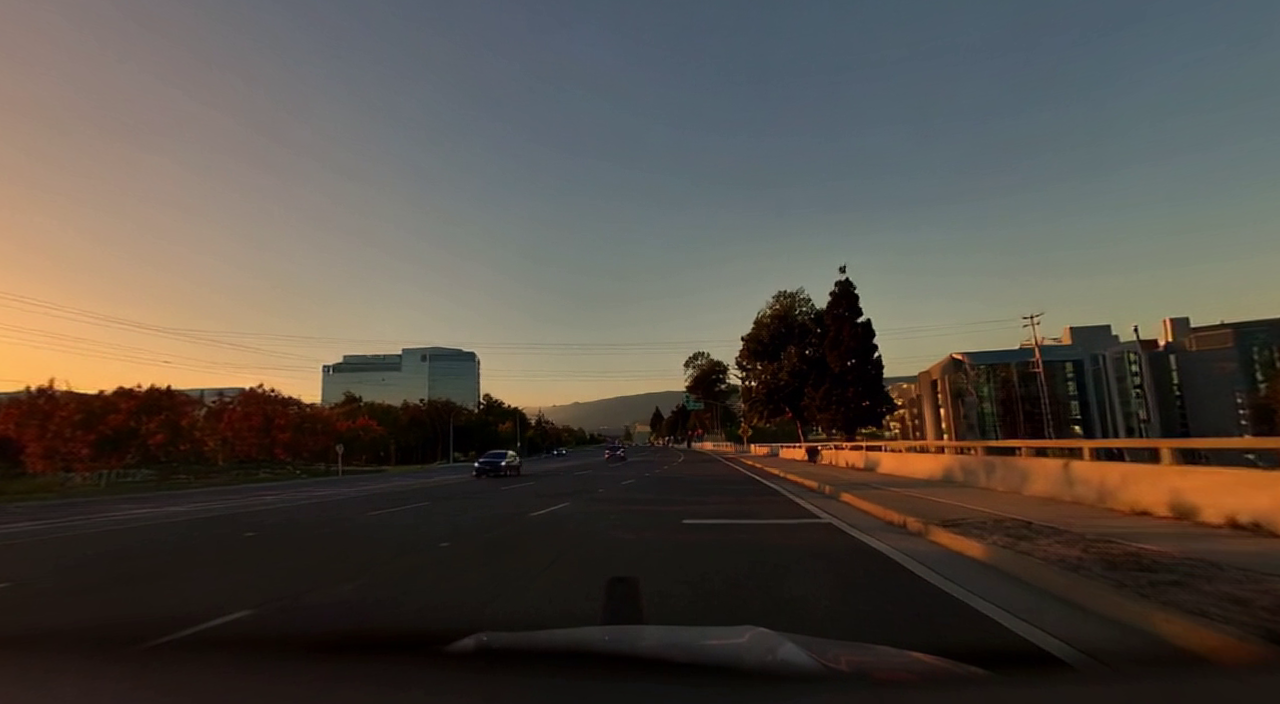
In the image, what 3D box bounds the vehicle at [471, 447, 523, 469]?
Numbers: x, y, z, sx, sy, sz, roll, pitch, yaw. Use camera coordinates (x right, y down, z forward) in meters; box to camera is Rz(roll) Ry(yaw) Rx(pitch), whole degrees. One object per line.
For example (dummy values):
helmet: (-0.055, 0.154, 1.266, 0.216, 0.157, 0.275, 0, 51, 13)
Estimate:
vehicle: (-10.002, 7.453, 44.459, 2.240, 1.452, 4.518, -1, -8, 6)
